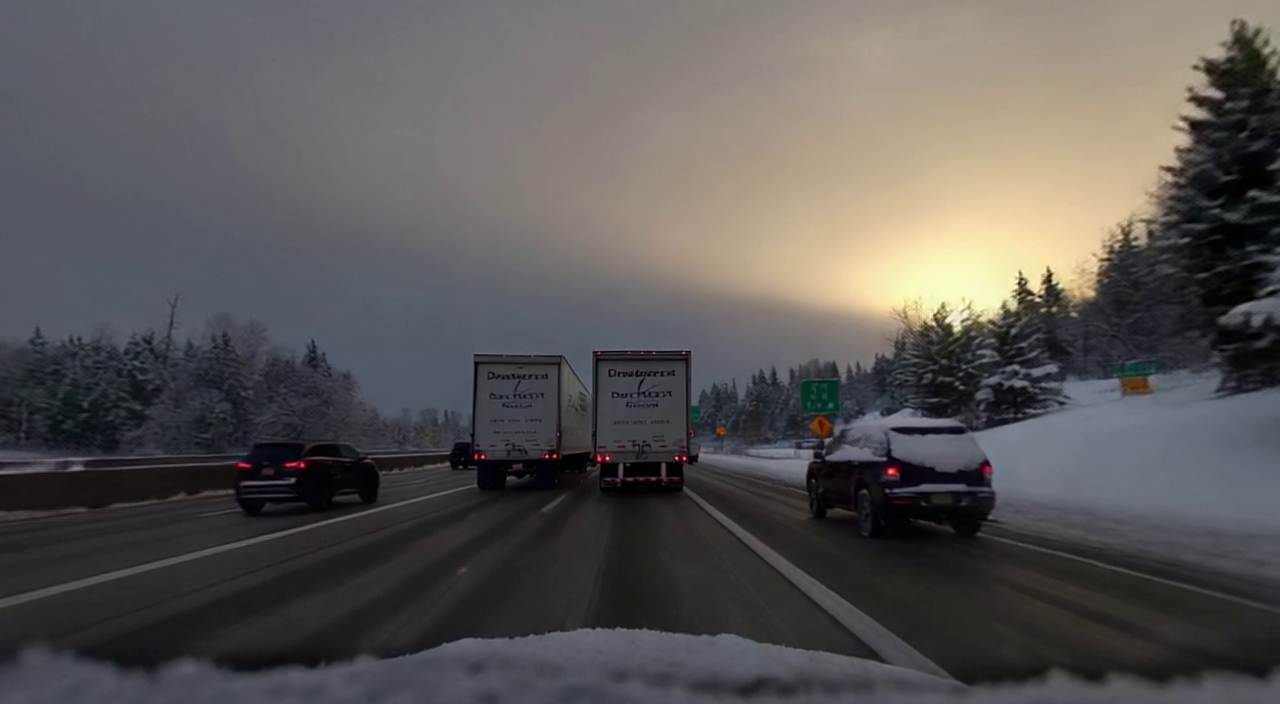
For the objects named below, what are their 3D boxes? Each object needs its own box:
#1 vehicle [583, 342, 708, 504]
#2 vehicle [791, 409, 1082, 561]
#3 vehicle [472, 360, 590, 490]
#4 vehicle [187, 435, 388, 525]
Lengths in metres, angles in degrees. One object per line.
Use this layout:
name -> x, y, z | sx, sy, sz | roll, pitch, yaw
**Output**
vehicle -> 0.046, 2.378, 19.886 | 2.910, 3.828, 9.805 | 0, -9, -1
vehicle -> 4.030, 1.902, 9.766 | 2.136, 1.753, 4.644 | 0, -9, -1
vehicle -> -3.913, 3.128, 25.727 | 2.888, 4.154, 10.960 | 0, -9, 0
vehicle -> -7.620, 2.771, 14.300 | 2.017, 1.694, 4.420 | 0, -9, -1
